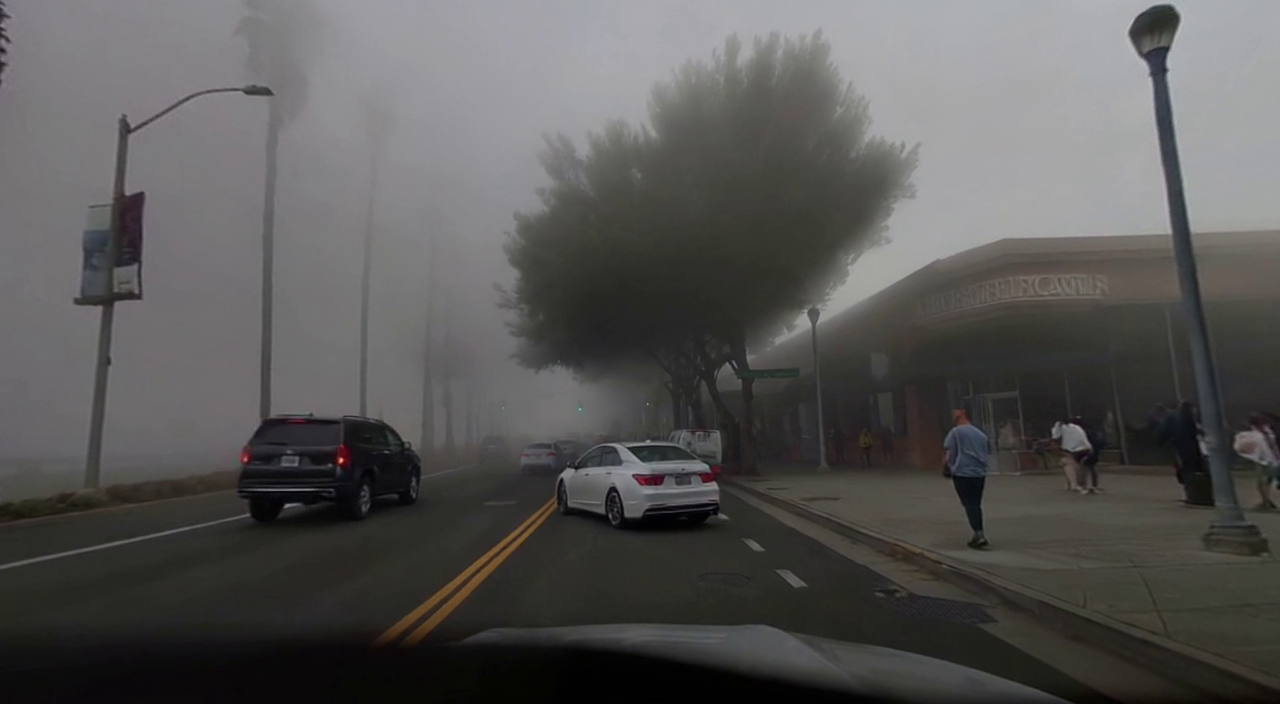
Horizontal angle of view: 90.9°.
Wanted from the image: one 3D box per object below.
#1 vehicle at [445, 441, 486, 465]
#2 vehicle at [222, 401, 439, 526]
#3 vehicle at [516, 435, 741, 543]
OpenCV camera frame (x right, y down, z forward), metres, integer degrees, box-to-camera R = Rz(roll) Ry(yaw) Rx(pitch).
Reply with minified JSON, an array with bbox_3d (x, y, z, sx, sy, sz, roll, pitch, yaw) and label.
[{"bbox_3d":[-12.029,6.954,43.605,1.930,1.583,4.423,0,-9,-5],"label":"vehicle"},{"bbox_3d":[-6.026,2.261,13.277,2.164,2.047,5.455,0,-9,-5],"label":"vehicle"},{"bbox_3d":[-0.469,2.265,11.214,1.930,1.477,4.657,5,-10,-30],"label":"vehicle"}]
